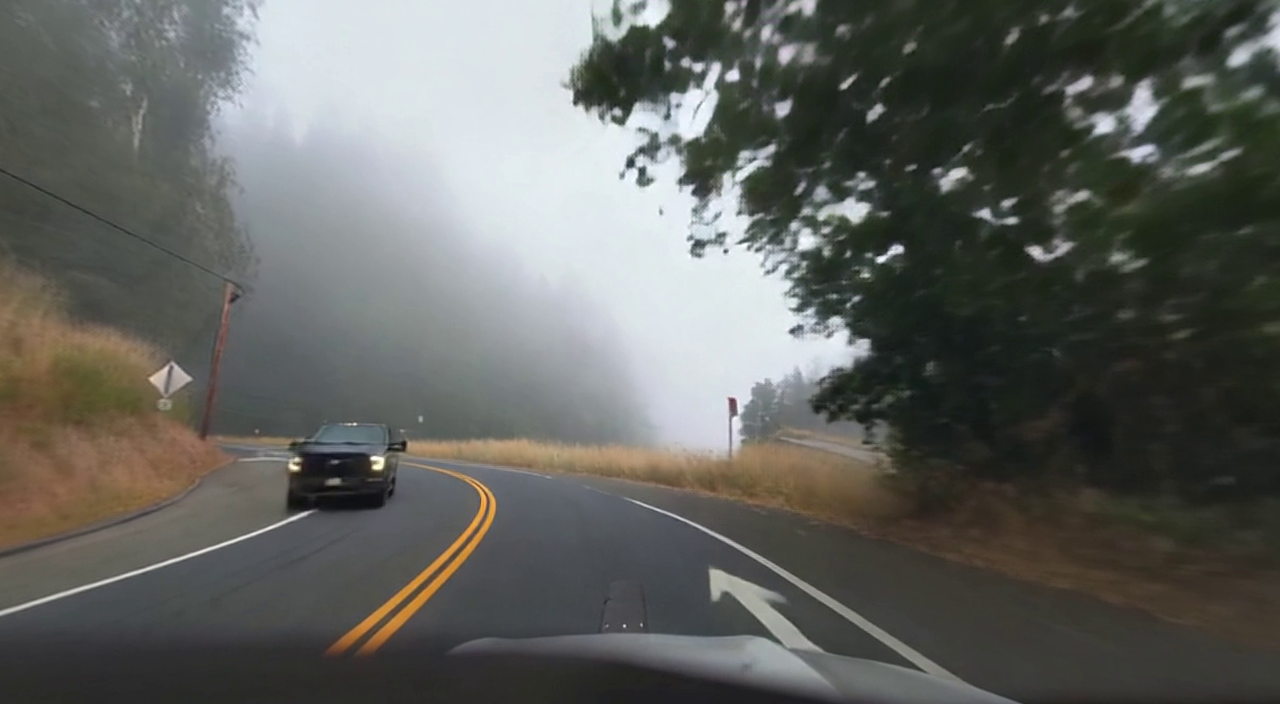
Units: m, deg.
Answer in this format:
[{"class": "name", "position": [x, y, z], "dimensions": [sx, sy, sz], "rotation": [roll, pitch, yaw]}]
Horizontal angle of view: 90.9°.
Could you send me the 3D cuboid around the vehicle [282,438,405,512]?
[{"class": "vehicle", "position": [-6.840, 2.811, 15.066], "dimensions": [2.063, 1.443, 4.488], "rotation": [2, -9, -18]}]
